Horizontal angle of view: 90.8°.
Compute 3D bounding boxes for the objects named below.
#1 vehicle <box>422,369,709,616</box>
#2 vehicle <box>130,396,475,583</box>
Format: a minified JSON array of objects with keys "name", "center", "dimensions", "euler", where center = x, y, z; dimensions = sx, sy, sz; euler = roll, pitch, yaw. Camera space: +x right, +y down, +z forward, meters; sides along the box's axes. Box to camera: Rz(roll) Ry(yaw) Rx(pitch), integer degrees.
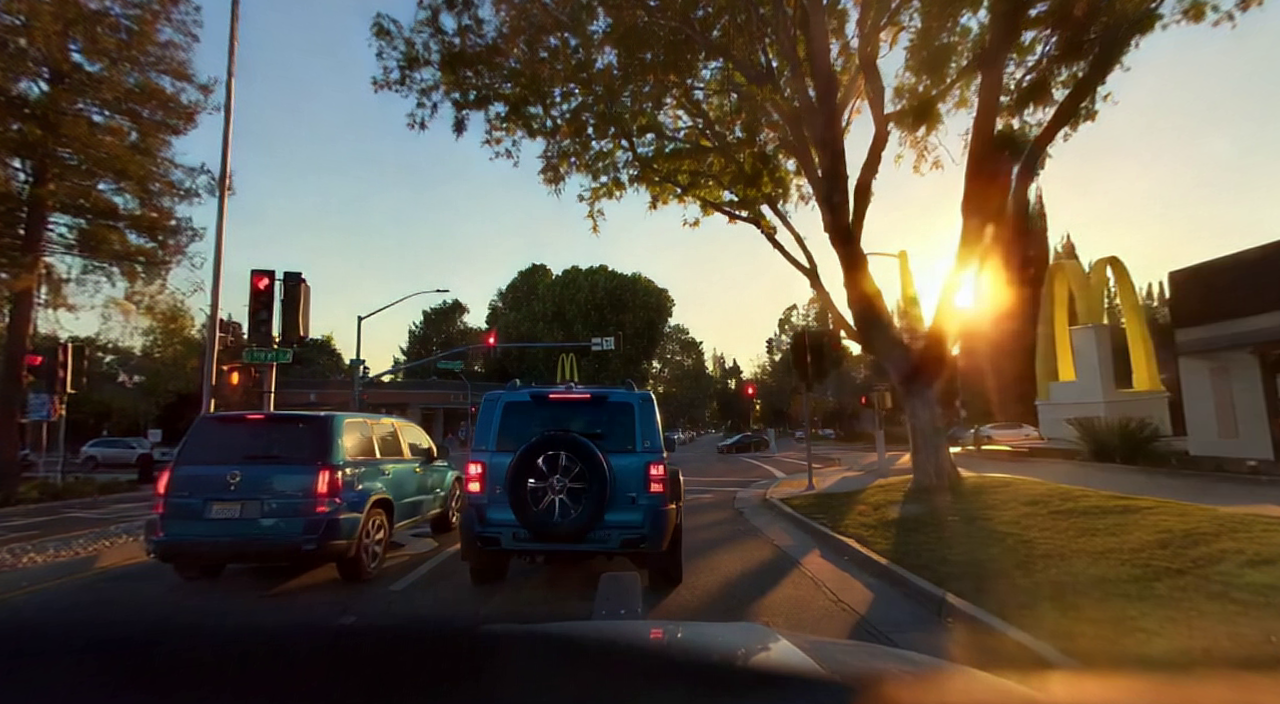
[{"name":"vehicle","center":[-0.617,1.437,7.348],"dimensions":[2.224,1.923,4.643],"euler":[0,-8,-1]},{"name":"vehicle","center":[-3.909,1.680,8.511],"dimensions":[2.130,1.819,4.497],"euler":[0,-8,0]}]
